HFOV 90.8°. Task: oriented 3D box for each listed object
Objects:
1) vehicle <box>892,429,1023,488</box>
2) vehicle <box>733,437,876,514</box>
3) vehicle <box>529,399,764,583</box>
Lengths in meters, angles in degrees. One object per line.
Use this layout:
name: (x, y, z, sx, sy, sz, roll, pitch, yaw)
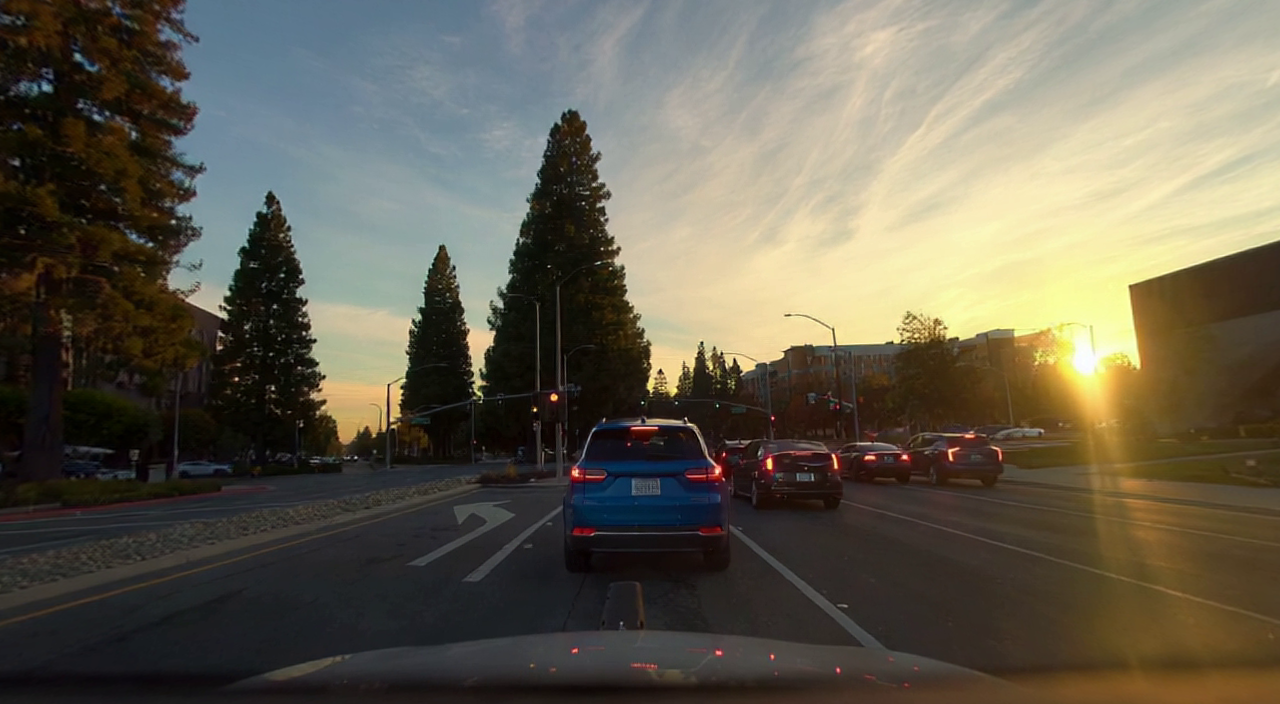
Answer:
vehicle: (10.865, 3.696, 22.132, 2.123, 1.812, 4.553, 0, -9, -1)
vehicle: (3.497, 2.718, 14.408, 1.997, 1.471, 4.321, 0, -9, -1)
vehicle: (0.061, 1.659, 8.261, 2.266, 1.762, 4.131, 0, -9, 0)
